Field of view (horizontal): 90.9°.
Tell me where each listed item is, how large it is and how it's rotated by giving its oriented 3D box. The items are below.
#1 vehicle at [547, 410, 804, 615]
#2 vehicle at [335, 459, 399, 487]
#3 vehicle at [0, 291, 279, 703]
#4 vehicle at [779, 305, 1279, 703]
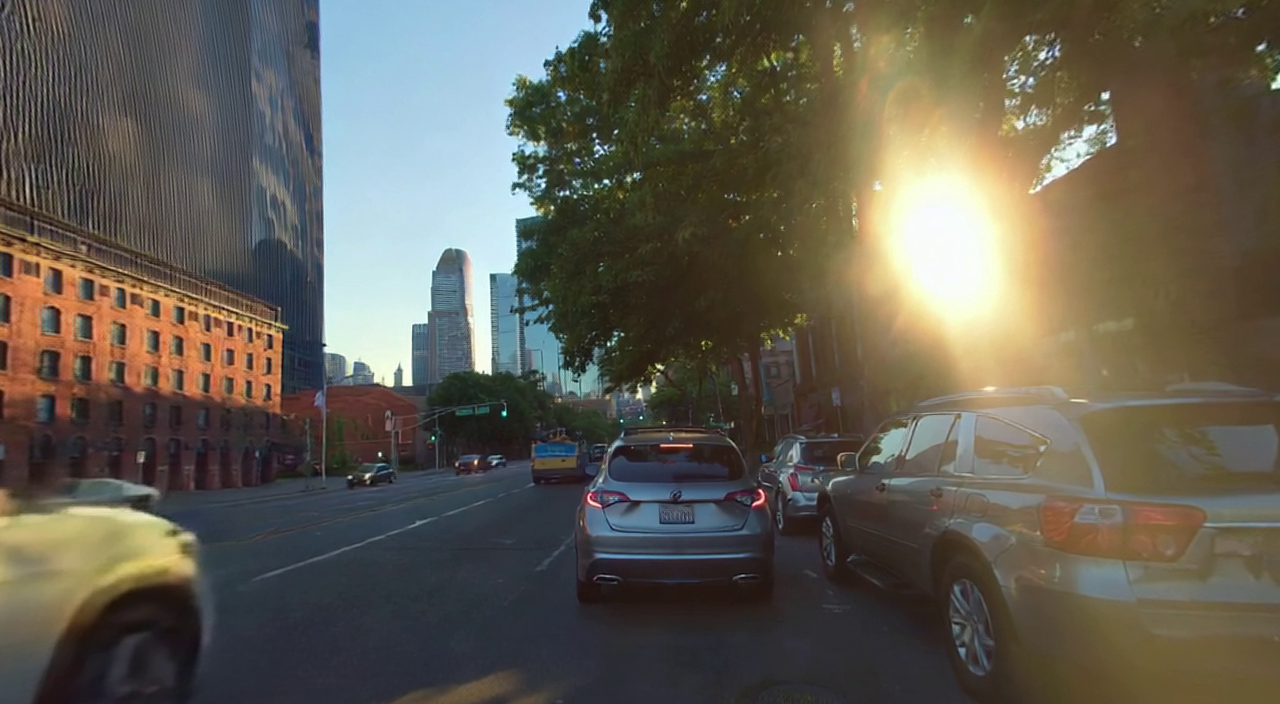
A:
[{"bbox_3d":[0.226,1.547,6.885,2.045,1.608,3.573,0,-9,-2],"label":"vehicle"},{"bbox_3d":[-19.150,8.480,44.495,2.274,1.708,4.863,0,-9,1],"label":"vehicle"},{"bbox_3d":[-3.231,0.533,0.652,2.375,1.847,5.606,0,-9,0],"label":"vehicle"},{"bbox_3d":[2.731,1.082,4.915,2.117,1.855,4.794,0,-9,-1],"label":"vehicle"}]
